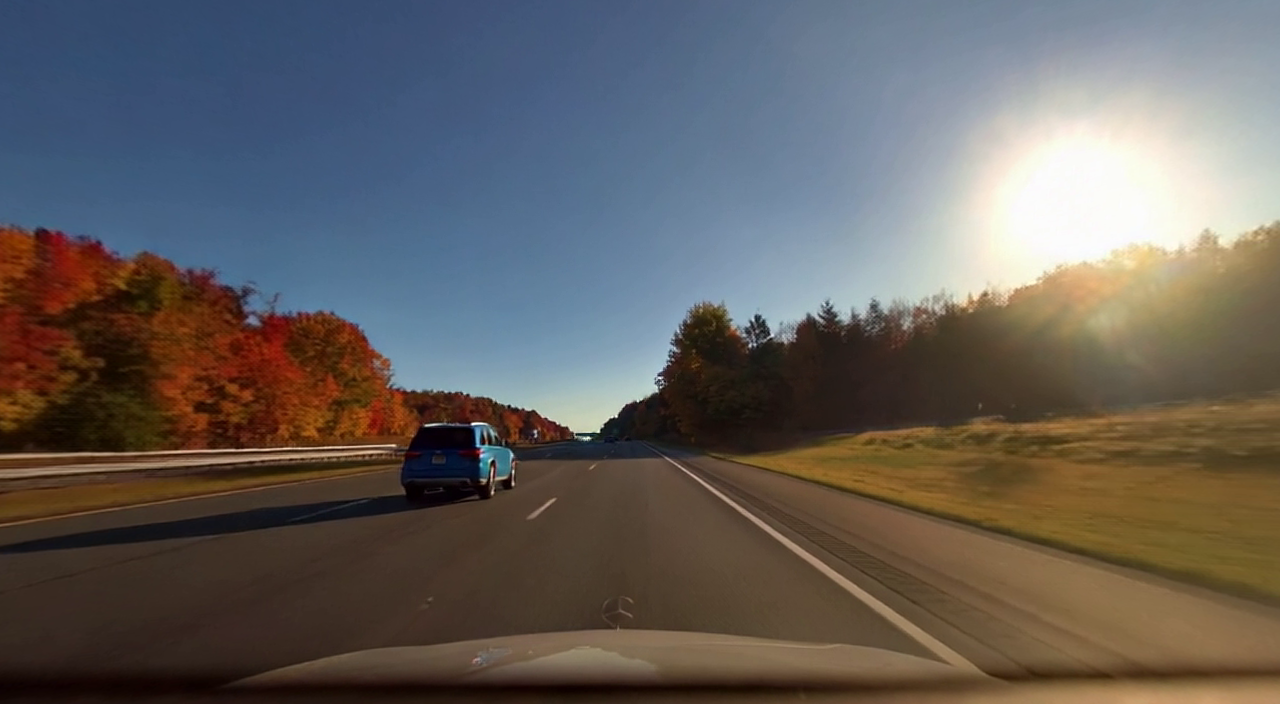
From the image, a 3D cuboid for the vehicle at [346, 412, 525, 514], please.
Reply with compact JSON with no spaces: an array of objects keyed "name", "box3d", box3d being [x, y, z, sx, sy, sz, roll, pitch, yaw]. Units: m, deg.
[{"name":"vehicle","box3d":[-3.795,2.129,12.689,2.057,1.666,4.552,0,-8,0]}]
